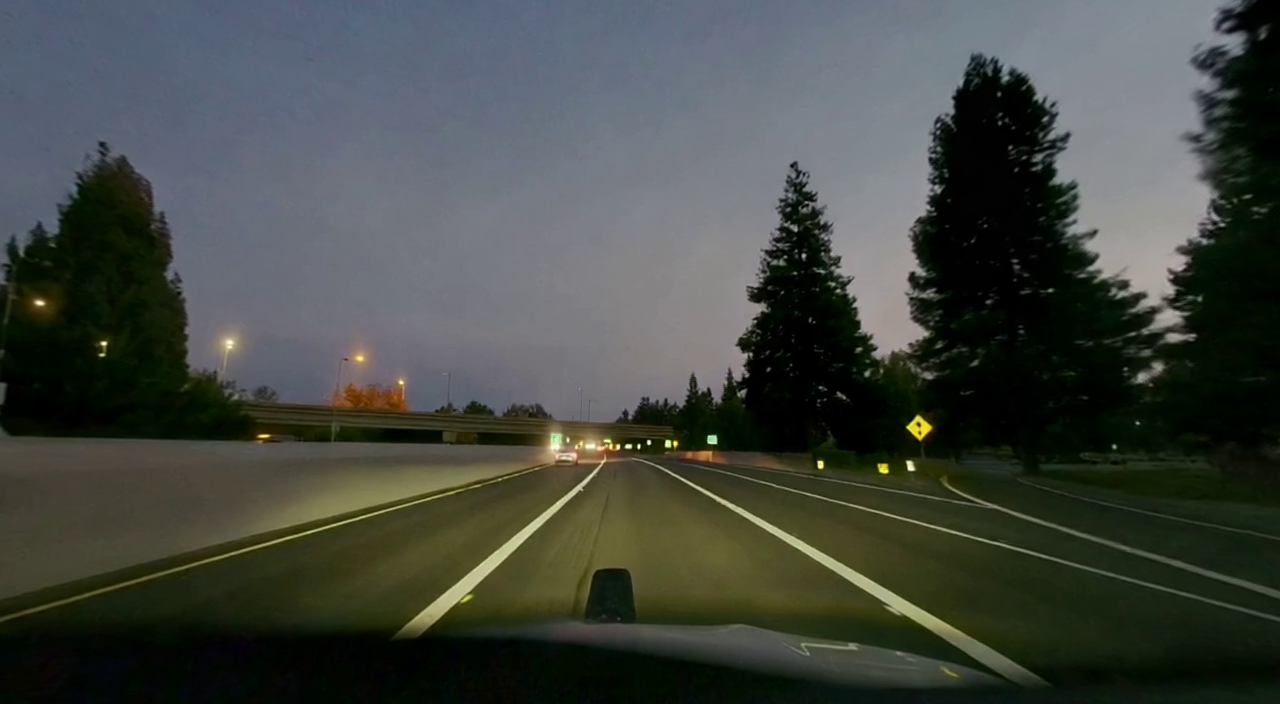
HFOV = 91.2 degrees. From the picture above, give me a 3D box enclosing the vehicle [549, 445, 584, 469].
[{"bbox_3d":[-5.011,7.206,43.094,2.008,1.521,4.129,0,-9,-2],"label":"vehicle"}]
